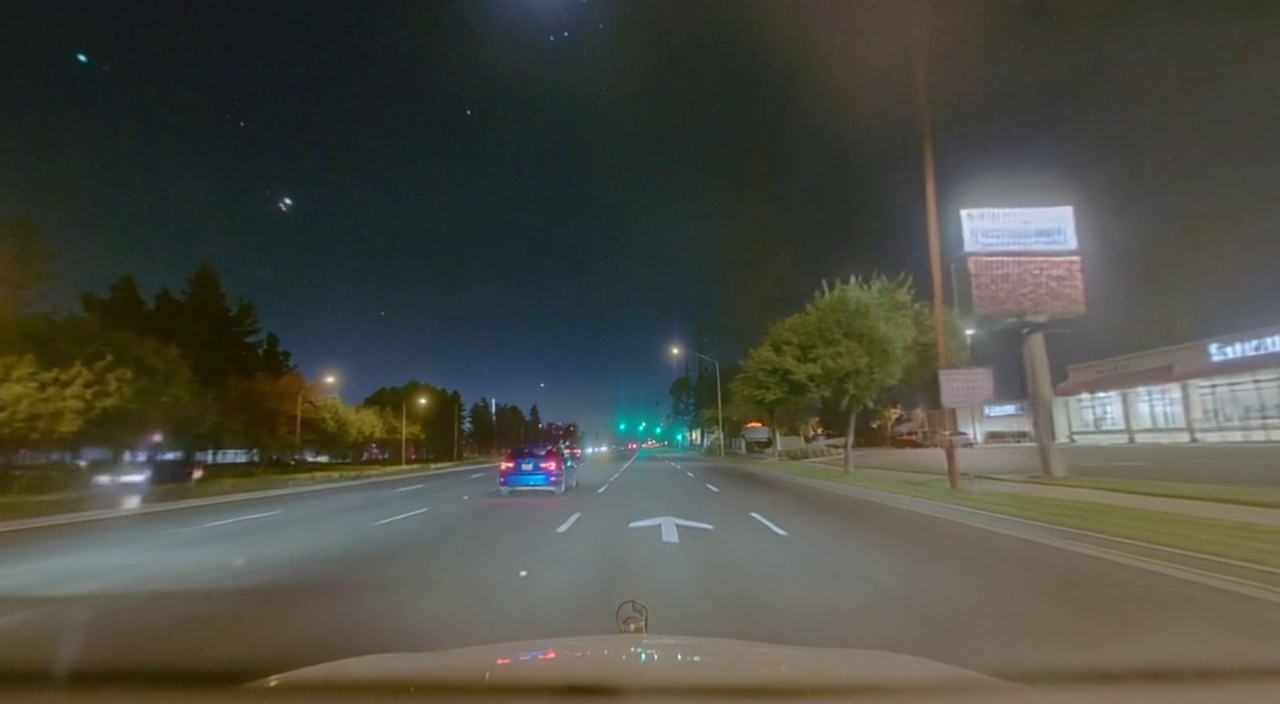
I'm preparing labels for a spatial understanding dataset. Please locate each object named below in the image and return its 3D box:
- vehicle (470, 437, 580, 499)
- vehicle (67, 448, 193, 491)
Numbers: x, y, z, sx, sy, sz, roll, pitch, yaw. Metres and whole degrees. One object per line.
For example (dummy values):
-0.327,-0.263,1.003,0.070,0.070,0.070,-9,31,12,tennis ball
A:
-3.050,3.181,17.732,2.152,1.479,4.394,0,-8,2,vehicle
-25.105,5.749,31.308,2.099,1.906,4.891,0,-8,1,vehicle
